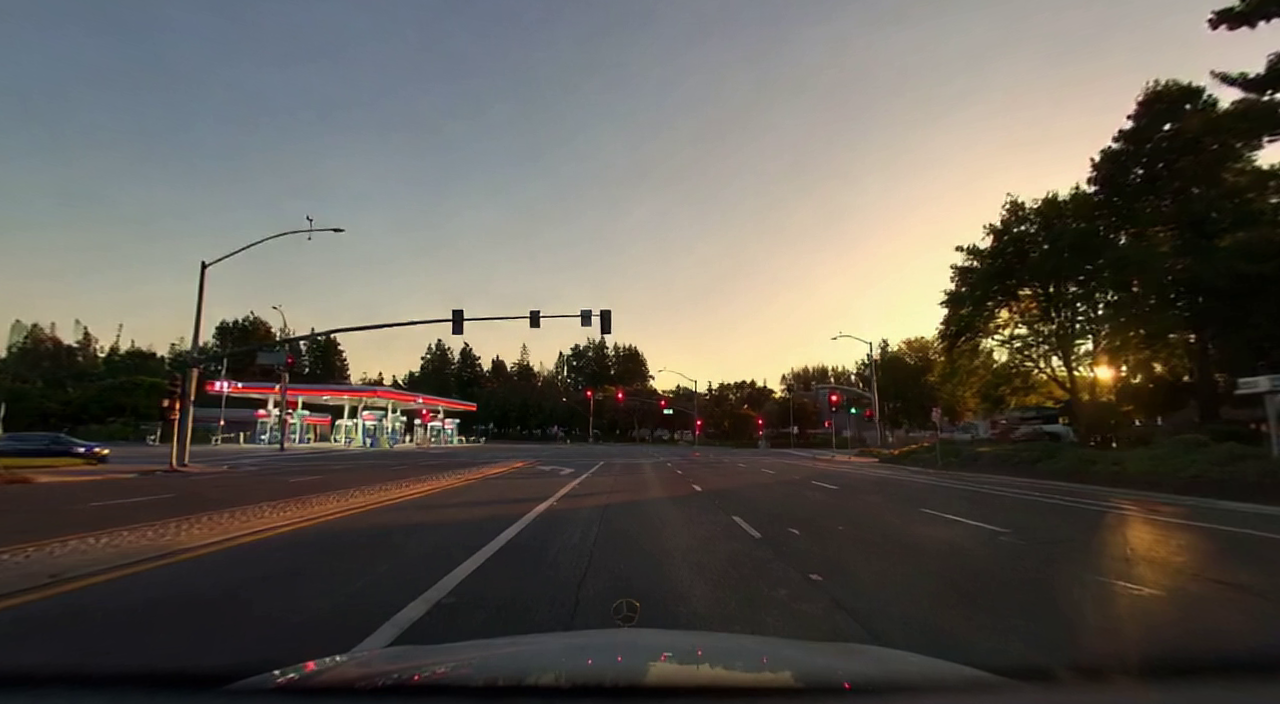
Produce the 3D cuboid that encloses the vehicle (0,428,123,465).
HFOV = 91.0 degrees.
[{"bbox_3d":[-29.738,4.777,31.967,5.089,1.762,2.060,6,-10,-34],"label":"vehicle"}]
